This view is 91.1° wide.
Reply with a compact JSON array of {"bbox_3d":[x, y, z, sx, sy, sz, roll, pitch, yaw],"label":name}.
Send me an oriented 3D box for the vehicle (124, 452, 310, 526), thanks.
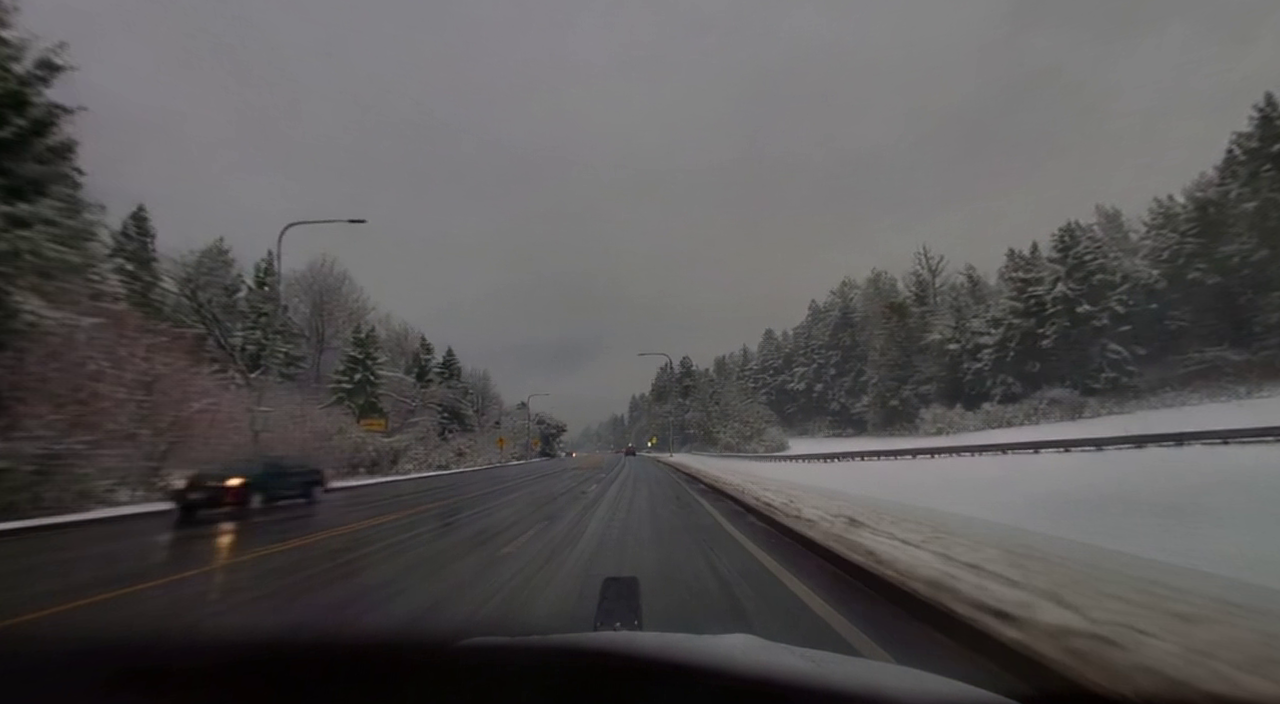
[{"bbox_3d":[-9.781,3.144,14.959,1.766,1.473,3.795,0,-9,0],"label":"vehicle"}]
